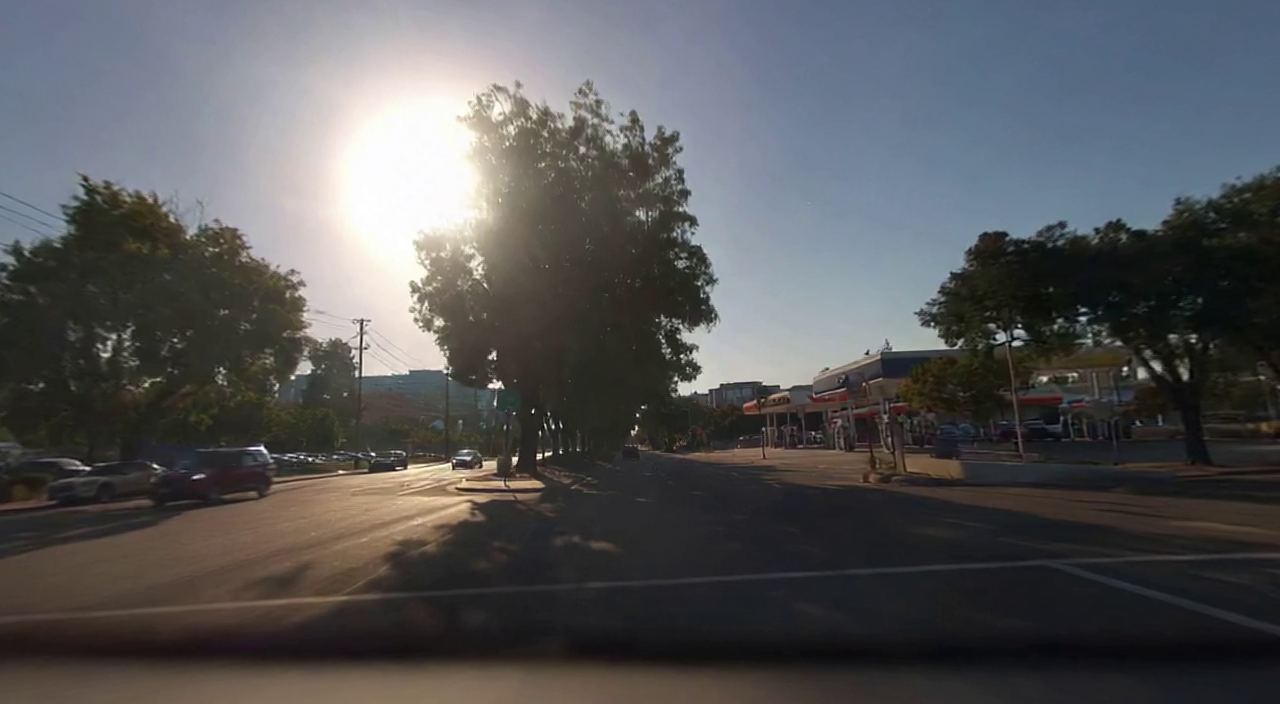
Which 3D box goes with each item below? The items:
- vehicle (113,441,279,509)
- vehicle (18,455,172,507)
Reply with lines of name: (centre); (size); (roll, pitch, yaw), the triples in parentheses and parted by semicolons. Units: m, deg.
vehicle: (-12.623, 3.475, 18.347); (1.876, 1.722, 3.984); (0, -8, 0)
vehicle: (-21.718, 5.116, 25.535); (2.034, 1.783, 4.796); (0, -8, -2)
